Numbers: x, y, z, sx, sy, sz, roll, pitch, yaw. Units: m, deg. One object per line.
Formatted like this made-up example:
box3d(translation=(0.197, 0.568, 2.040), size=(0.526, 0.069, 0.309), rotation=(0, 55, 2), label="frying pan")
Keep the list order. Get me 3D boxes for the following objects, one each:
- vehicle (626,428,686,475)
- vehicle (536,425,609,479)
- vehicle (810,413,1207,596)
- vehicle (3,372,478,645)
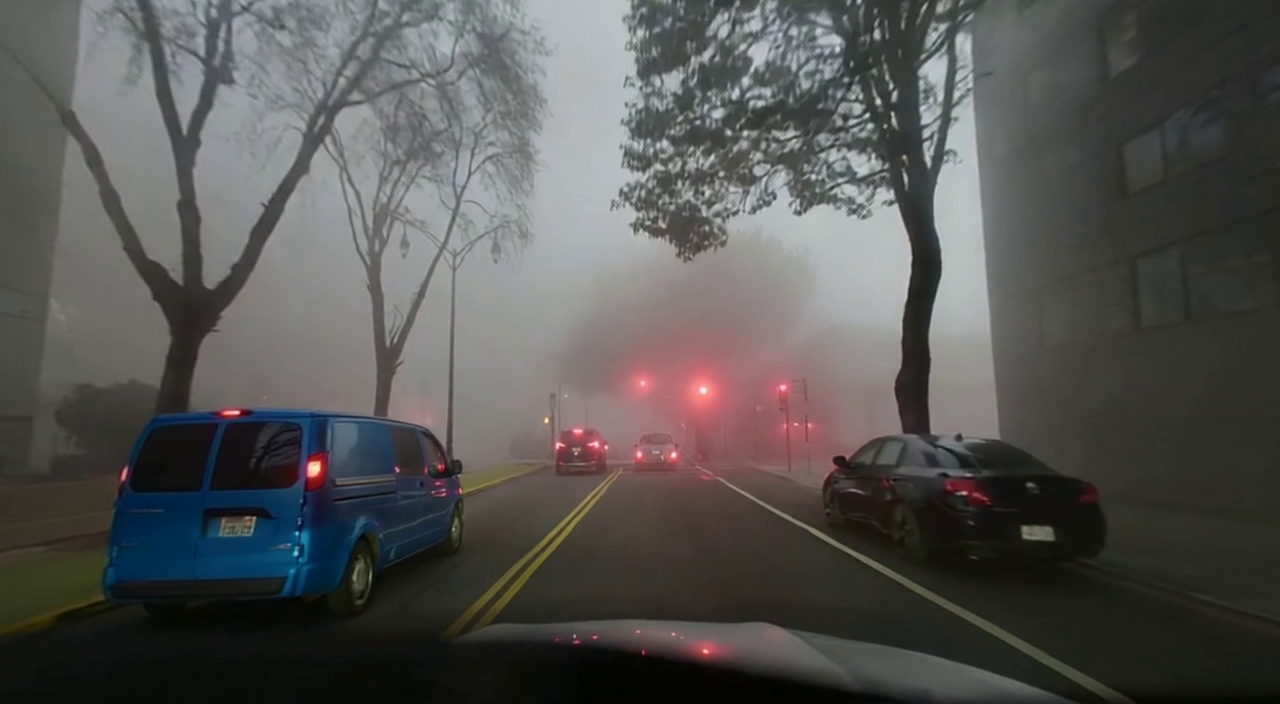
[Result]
box3d(translation=(0.646, 3.995, 25.502), size=(2.205, 1.727, 3.917), rotation=(-1, -8, 2), label="vehicle")
box3d(translation=(-2.386, 3.712, 23.661), size=(2.124, 1.799, 4.587), rotation=(-1, -8, 2), label="vehicle")
box3d(translation=(3.611, 1.558, 7.419), size=(2.067, 1.479, 4.409), rotation=(-1, -8, 1), label="vehicle")
box3d(translation=(-3.046, 1.259, 5.992), size=(1.940, 1.722, 3.823), rotation=(-1, -8, 1), label="vehicle")
